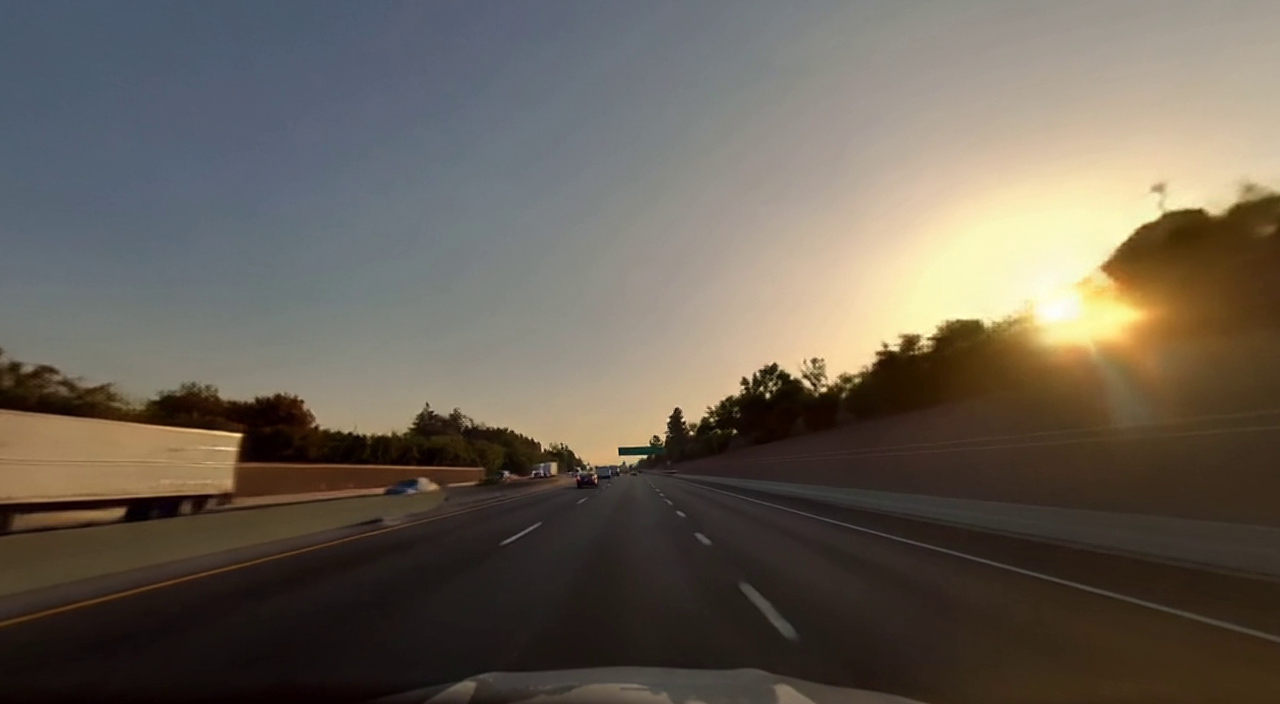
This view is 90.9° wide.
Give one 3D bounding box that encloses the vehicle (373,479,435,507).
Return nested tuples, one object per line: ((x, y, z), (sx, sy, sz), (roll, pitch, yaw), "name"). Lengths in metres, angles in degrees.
((-13.330, 7.965, 35.856), (1.913, 1.406, 4.019), (0, -10, 1), "vehicle")

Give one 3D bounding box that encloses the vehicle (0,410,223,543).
((-21.666, 4.513, 23.113), (3.036, 4.098, 14.145), (1, -11, 0), "vehicle")

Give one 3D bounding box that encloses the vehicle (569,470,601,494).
((-3.562, 8.484, 41.337), (1.863, 1.486, 3.852), (1, -10, -1), "vehicle")
